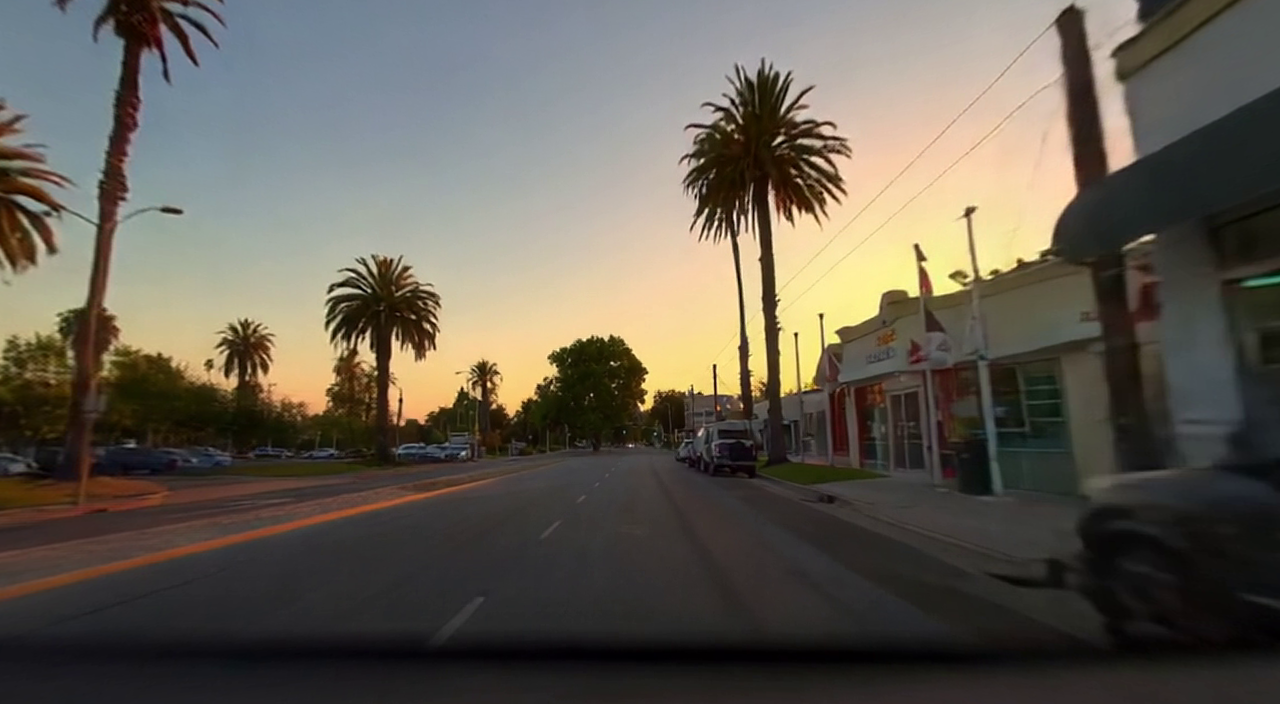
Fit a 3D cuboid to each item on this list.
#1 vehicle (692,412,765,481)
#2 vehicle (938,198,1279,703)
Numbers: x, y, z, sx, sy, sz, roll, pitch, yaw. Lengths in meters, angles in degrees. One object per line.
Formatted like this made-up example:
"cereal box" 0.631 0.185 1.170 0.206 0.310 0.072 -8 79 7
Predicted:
"vehicle" 3.585 3.983 26.713 2.221 2.552 5.594 0 -8 -1
"vehicle" 3.448 0.461 1.413 2.557 2.128 6.242 1 -8 0
